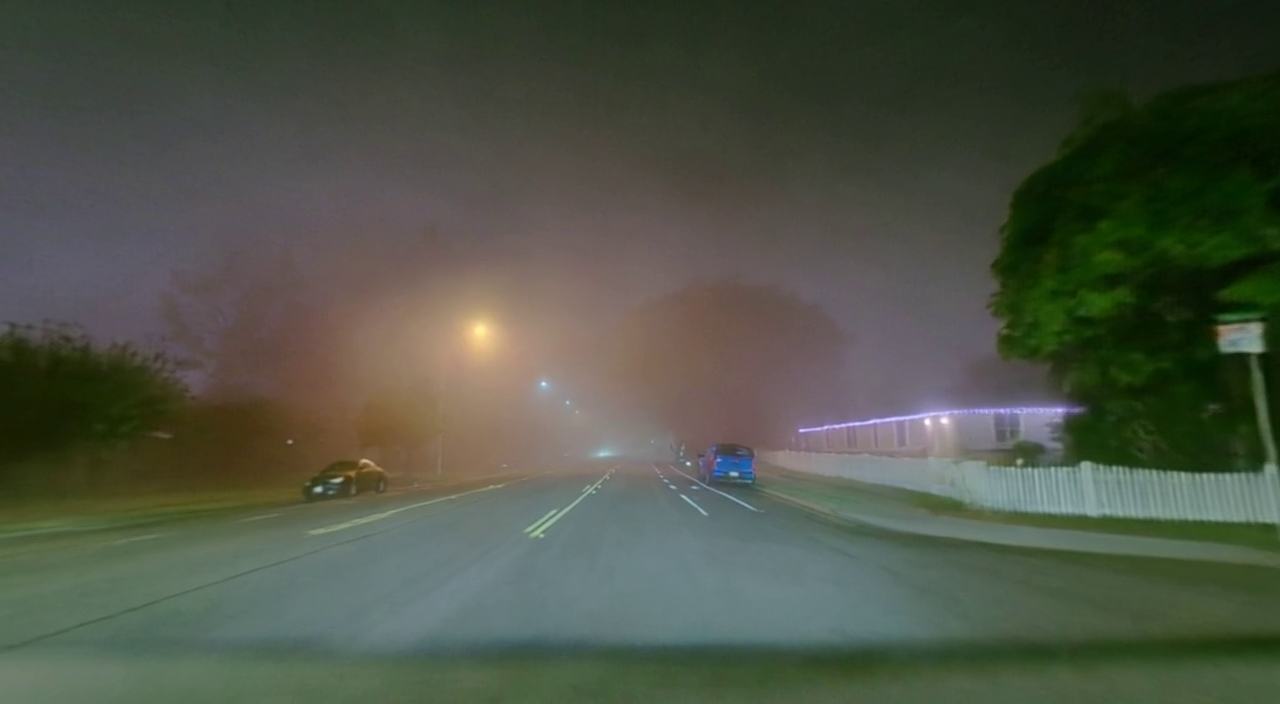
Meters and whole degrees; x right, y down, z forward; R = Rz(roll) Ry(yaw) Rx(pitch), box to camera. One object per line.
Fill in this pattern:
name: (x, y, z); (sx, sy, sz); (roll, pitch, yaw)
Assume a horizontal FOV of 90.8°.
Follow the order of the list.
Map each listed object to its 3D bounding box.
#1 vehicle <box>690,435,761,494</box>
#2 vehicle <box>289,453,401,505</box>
vehicle: (3.749, 5.077, 28.818); (2.504, 2.114, 6.073); (5, -9, 3)
vehicle: (-10.855, 4.667, 23.711); (2.049, 1.527, 4.677); (-4, -8, -1)
